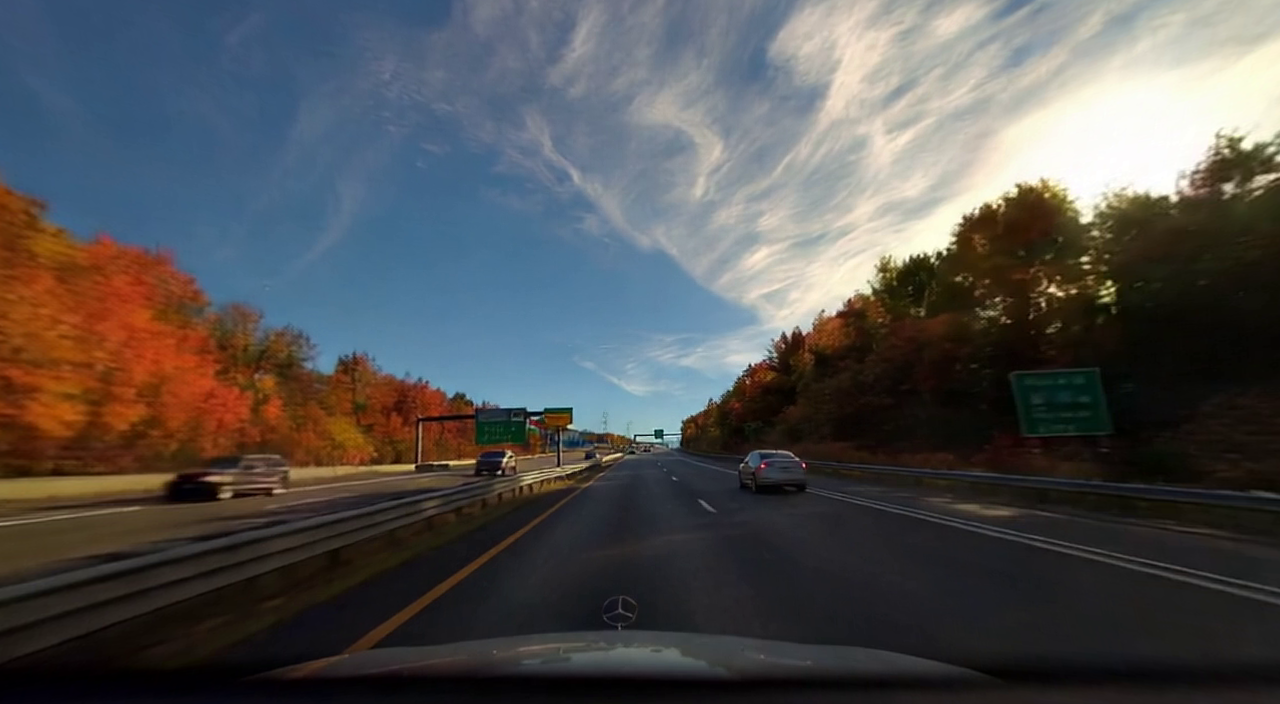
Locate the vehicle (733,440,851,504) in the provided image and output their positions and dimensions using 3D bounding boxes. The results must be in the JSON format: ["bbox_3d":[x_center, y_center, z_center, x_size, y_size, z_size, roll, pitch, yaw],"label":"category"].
[{"bbox_3d":[4.059,3.294,17.680,2.070,1.546,4.648,0,-9,-1],"label":"vehicle"}]

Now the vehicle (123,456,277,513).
[{"bbox_3d":[-13.294,3.984,19.283,1.850,1.486,3.952,0,-9,0],"label":"vehicle"}]

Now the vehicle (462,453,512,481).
[{"bbox_3d":[-8.892,6.676,36.670,1.882,1.511,3.945,0,-9,0],"label":"vehicle"}]
